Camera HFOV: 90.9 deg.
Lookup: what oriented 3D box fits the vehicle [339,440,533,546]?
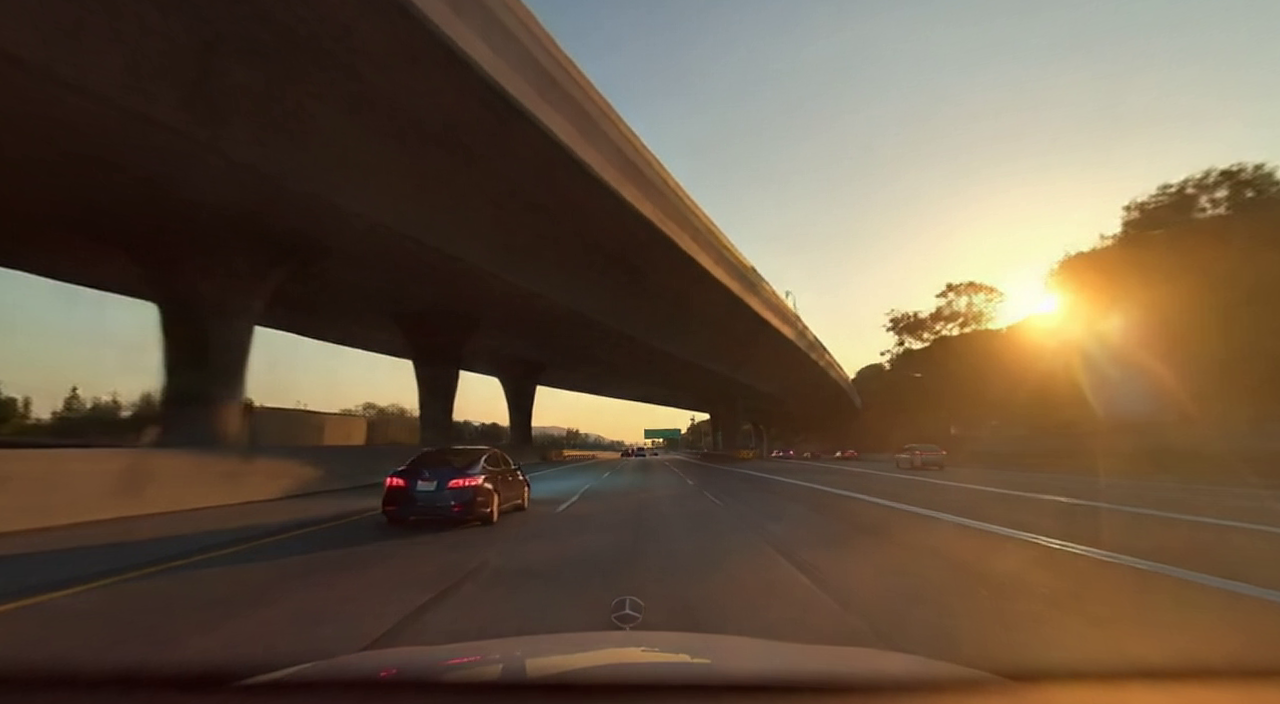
[{"bbox_3d":[-3.275,2.317,11.052,1.968,1.504,3.892,0,-8,2],"label":"vehicle"}]
